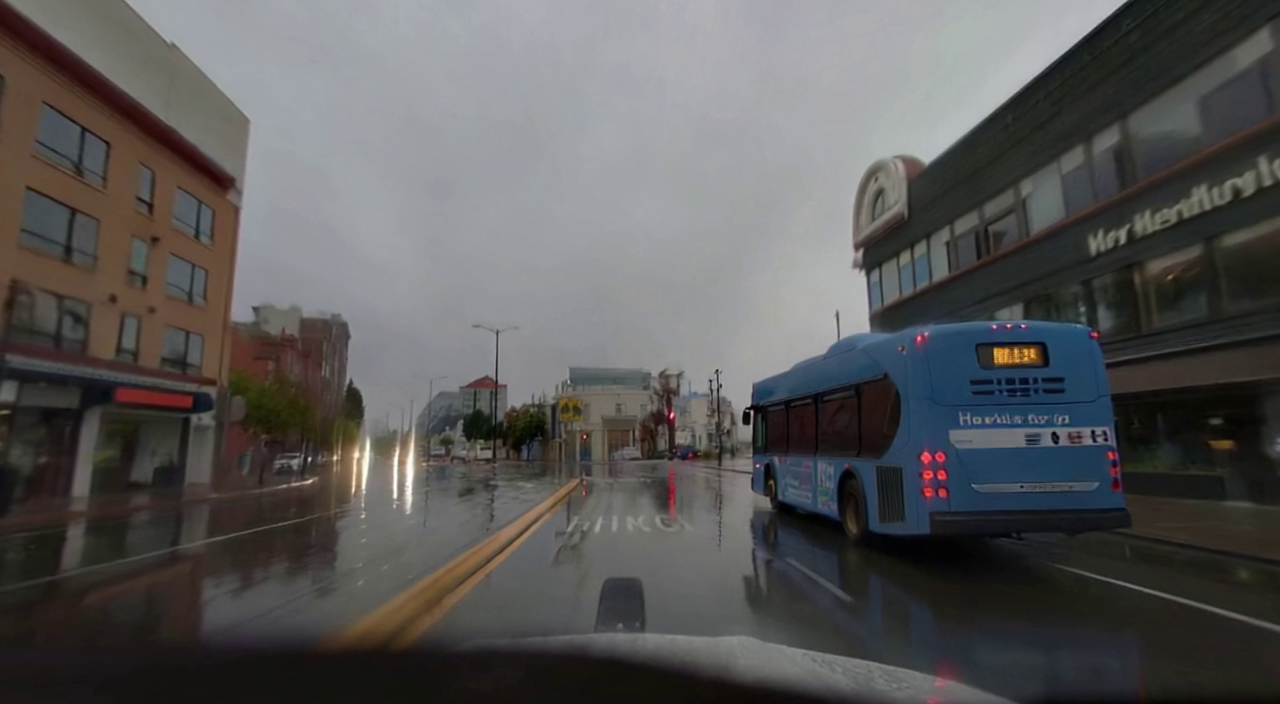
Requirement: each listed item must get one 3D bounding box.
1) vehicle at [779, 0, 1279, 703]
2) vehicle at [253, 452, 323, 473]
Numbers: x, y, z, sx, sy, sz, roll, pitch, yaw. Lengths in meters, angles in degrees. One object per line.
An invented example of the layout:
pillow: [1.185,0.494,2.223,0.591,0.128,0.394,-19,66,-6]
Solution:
vehicle: [3.812,0.135,2.859,3.194,3.345,12.428,0,-8,-2]
vehicle: [-27.622,8.680,49.620,4.384,1.500,1.864,7,-11,-41]
